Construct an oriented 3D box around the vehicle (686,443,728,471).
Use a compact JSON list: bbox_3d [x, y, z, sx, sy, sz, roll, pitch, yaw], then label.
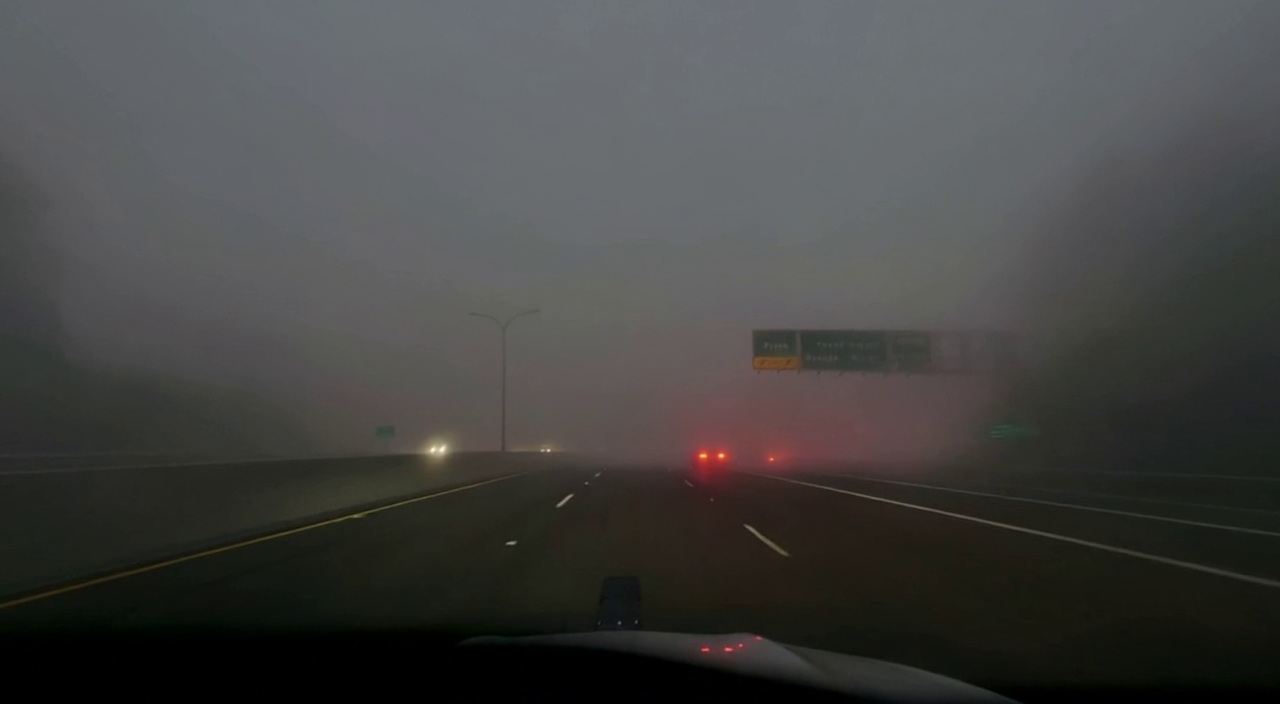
[{"bbox_3d":[3.955,6.275,37.744,1.984,1.540,3.973,0,-9,-2],"label":"vehicle"}]
